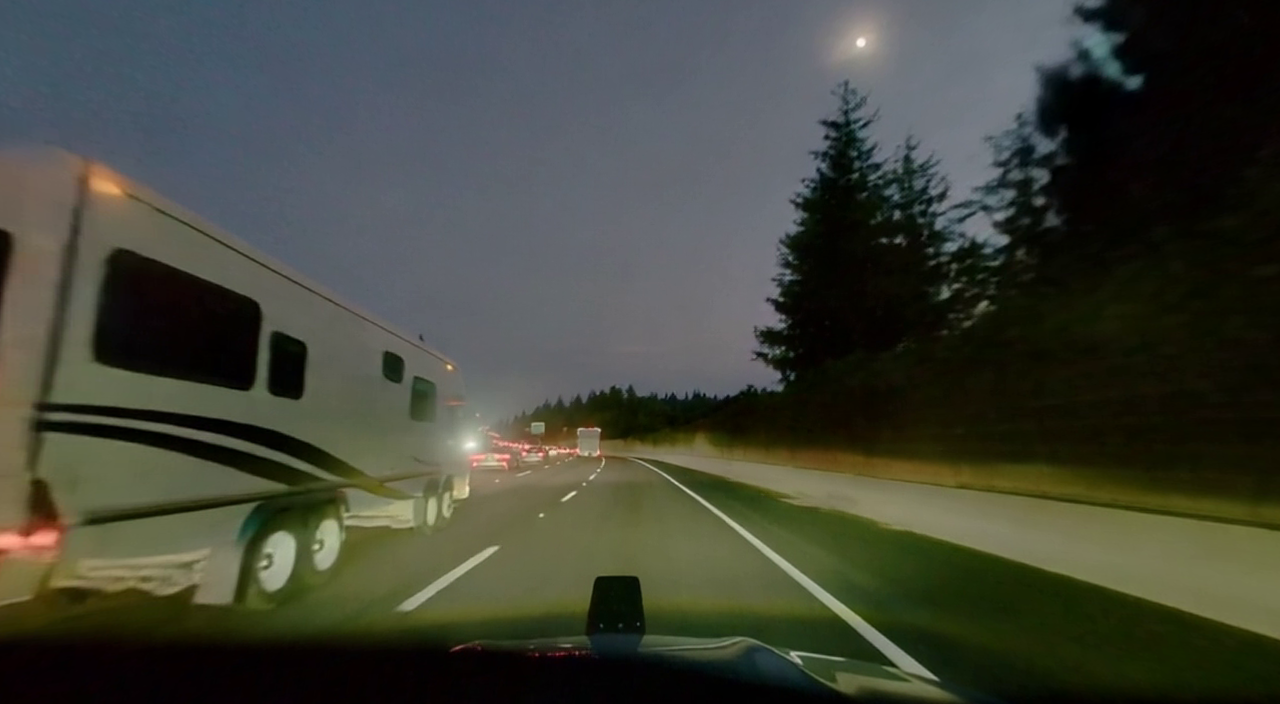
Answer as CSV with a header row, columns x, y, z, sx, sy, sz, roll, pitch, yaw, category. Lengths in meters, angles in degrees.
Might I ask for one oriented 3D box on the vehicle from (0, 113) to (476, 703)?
x,y,z,sx,sy,sz,roll,pitch,yaw,category
-4.125,0.820,6.854,2.542,2.965,7.637,0,-9,0,vehicle
